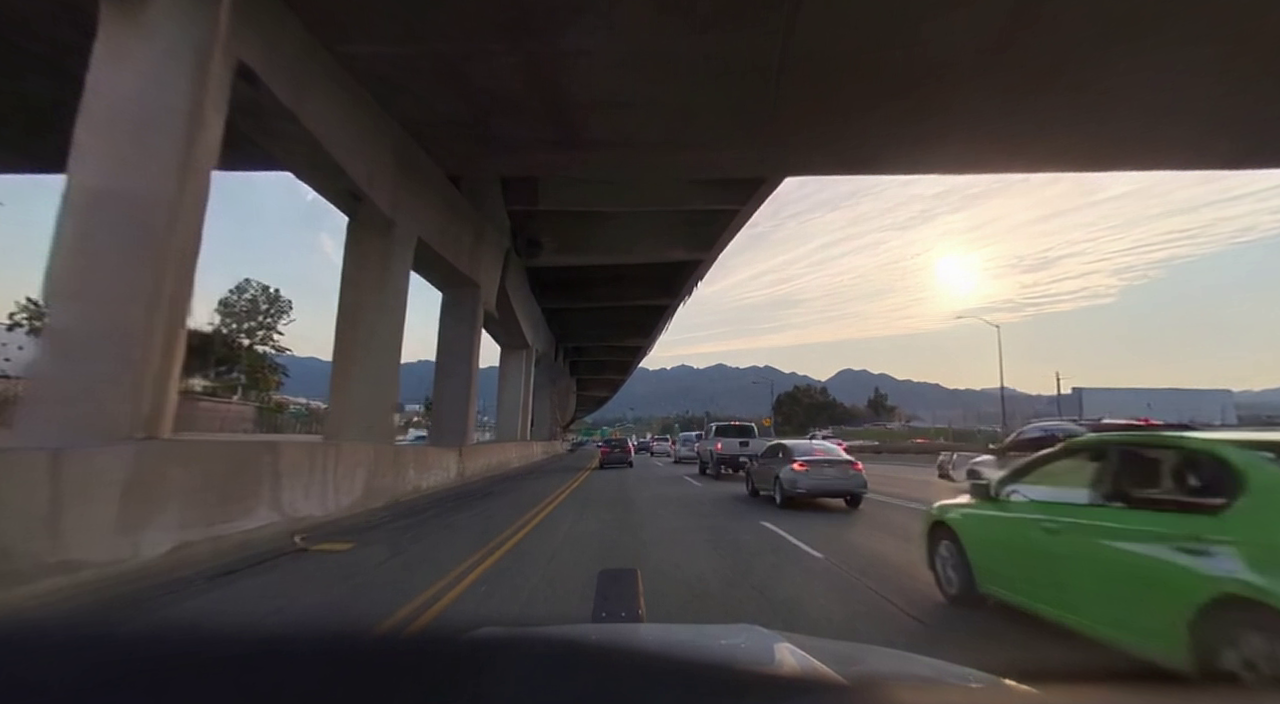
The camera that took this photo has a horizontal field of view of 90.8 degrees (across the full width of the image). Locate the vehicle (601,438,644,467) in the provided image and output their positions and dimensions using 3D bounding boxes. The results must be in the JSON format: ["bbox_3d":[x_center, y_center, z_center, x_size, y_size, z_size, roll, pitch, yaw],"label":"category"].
[{"bbox_3d":[-0.991,5.598,35.392,2.266,1.549,3.978,0,-8,-2],"label":"vehicle"}]

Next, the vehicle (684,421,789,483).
[{"bbox_3d":[3.512,3.895,24.931,2.747,2.061,7.011,0,-8,-3],"label":"vehicle"}]

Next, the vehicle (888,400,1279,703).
[{"bbox_3d":[3.483,1.115,3.798,2.074,1.455,4.646,0,-8,0],"label":"vehicle"}]

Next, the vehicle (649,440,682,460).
[{"bbox_3d":[1.942,7.619,49.322,2.057,1.517,4.538,0,-8,-4],"label":"vehicle"}]

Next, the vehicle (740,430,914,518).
[{"bbox_3d":[3.633,2.476,13.443,2.048,1.497,4.952,0,-8,-2],"label":"vehicle"}]
